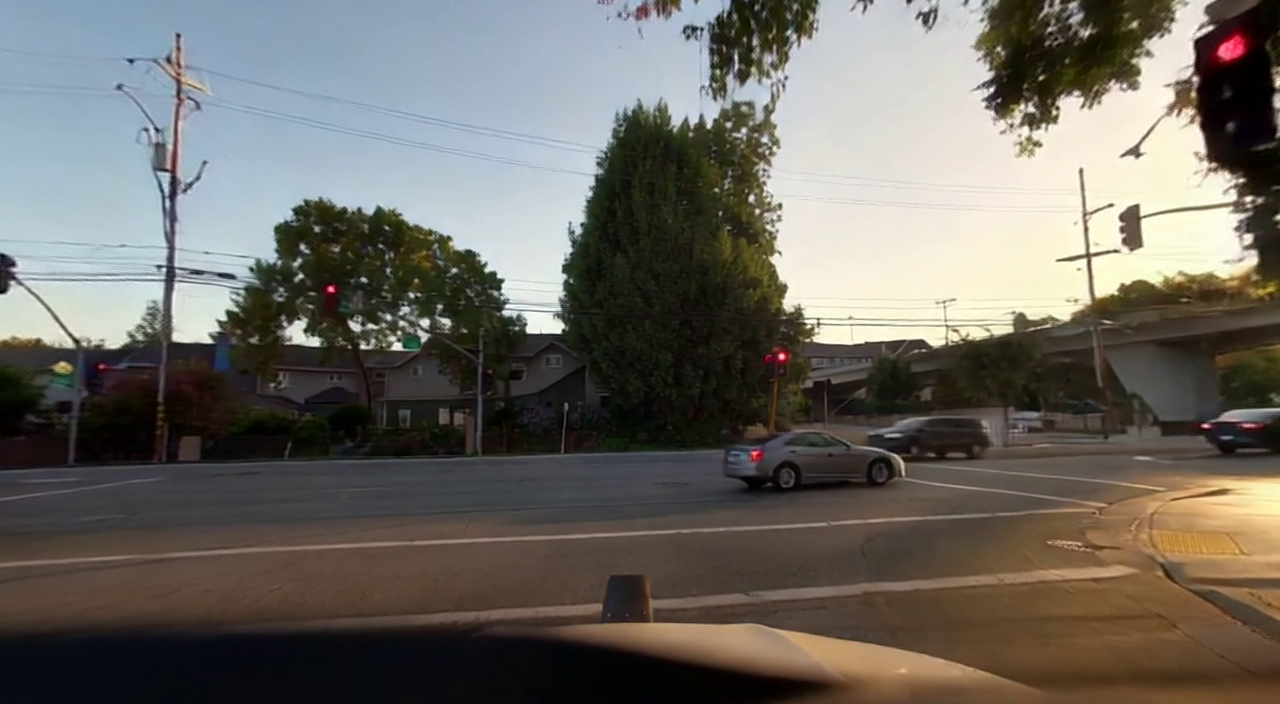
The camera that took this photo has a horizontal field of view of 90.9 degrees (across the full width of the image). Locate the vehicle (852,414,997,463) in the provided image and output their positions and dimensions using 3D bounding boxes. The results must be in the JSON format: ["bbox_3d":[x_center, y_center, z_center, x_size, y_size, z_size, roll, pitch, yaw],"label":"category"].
[{"bbox_3d":[11.315,3.448,25.161,4.966,1.806,2.007,2,-9,-13],"label":"vehicle"}]

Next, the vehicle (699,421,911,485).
[{"bbox_3d":[4.041,2.502,15.814,4.757,1.442,1.858,1,-9,-10],"label":"vehicle"}]

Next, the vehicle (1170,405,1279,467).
[{"bbox_3d":[18.342,2.432,18.233,4.636,1.668,1.935,1,-9,-10],"label":"vehicle"}]
